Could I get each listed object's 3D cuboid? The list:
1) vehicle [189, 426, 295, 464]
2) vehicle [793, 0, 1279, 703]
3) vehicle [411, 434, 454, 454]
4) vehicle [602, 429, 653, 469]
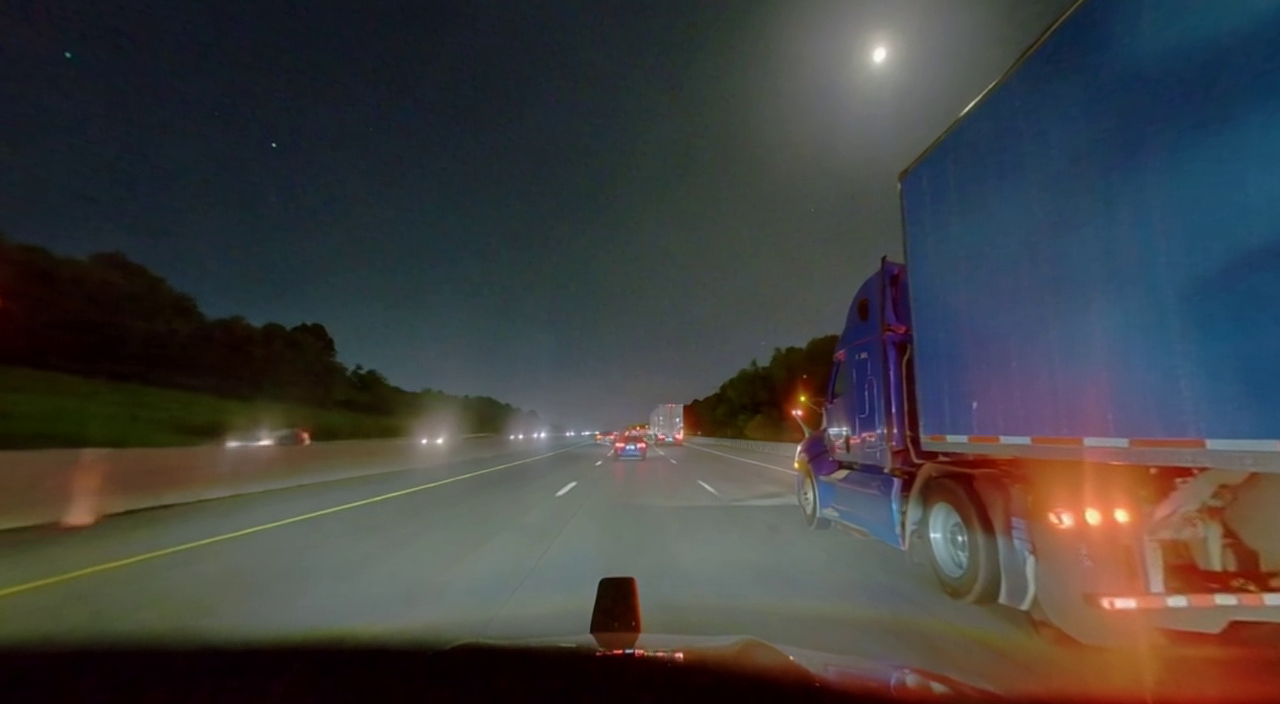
[{"bbox_3d":[-20.095,4.719,32.180,1.975,1.769,5.289,0,-8,0],"label":"vehicle"},{"bbox_3d":[3.522,-0.059,2.296,2.919,3.634,10.888,0,-8,-1],"label":"vehicle"},{"bbox_3d":[-15.711,6.980,47.967,1.845,1.459,4.153,0,-8,0],"label":"vehicle"},{"bbox_3d":[-0.494,3.914,25.631,1.929,1.469,3.677,0,-8,-1],"label":"vehicle"}]
